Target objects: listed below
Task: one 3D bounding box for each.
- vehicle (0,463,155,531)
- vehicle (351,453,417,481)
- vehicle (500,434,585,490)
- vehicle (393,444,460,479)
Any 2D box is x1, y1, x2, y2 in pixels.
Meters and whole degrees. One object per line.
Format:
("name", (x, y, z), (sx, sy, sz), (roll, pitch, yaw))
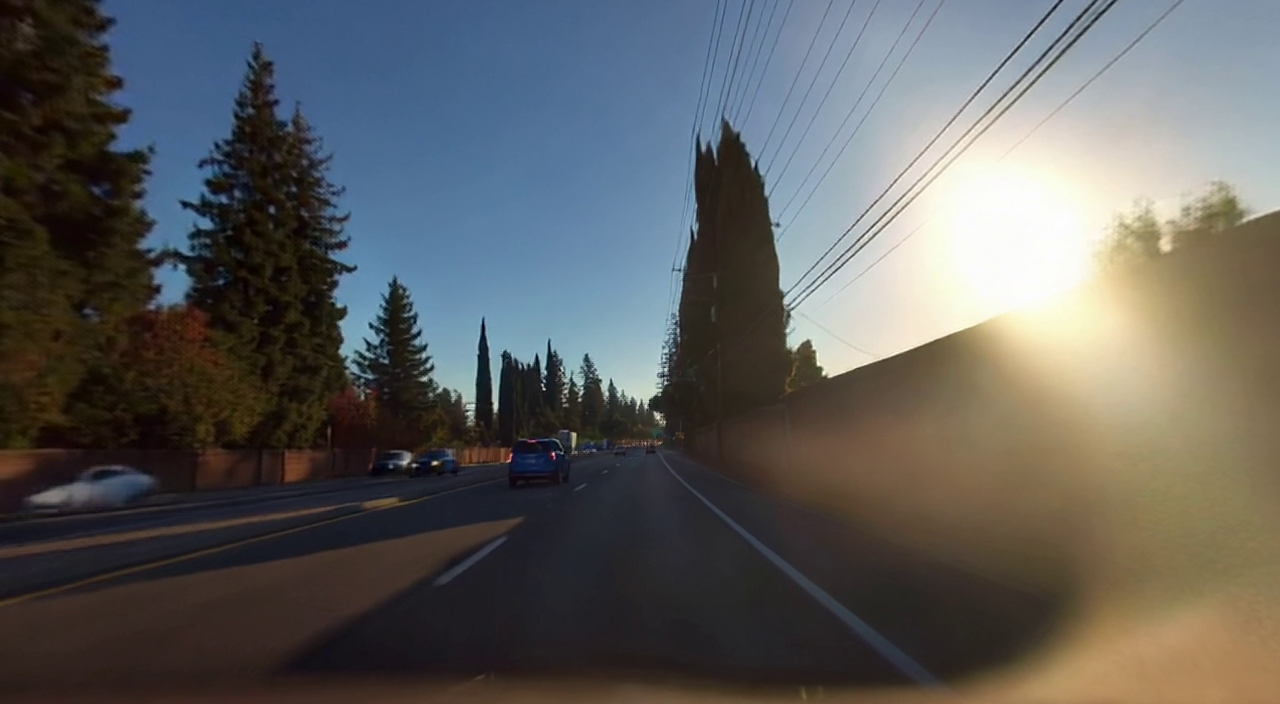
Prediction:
("vehicle", (-15.821, 3.802, 17.028), (1.921, 1.467, 4.297), (0, -8, 1))
("vehicle", (-15.248, 6.863, 37.778), (1.871, 1.505, 4.708), (0, -8, 2))
("vehicle", (-3.264, 3.803, 22.072), (2.147, 1.730, 4.555), (0, -8, 1))
("vehicle", (-11.475, 5.891, 34.188), (2.006, 1.731, 4.512), (0, -8, 1))
